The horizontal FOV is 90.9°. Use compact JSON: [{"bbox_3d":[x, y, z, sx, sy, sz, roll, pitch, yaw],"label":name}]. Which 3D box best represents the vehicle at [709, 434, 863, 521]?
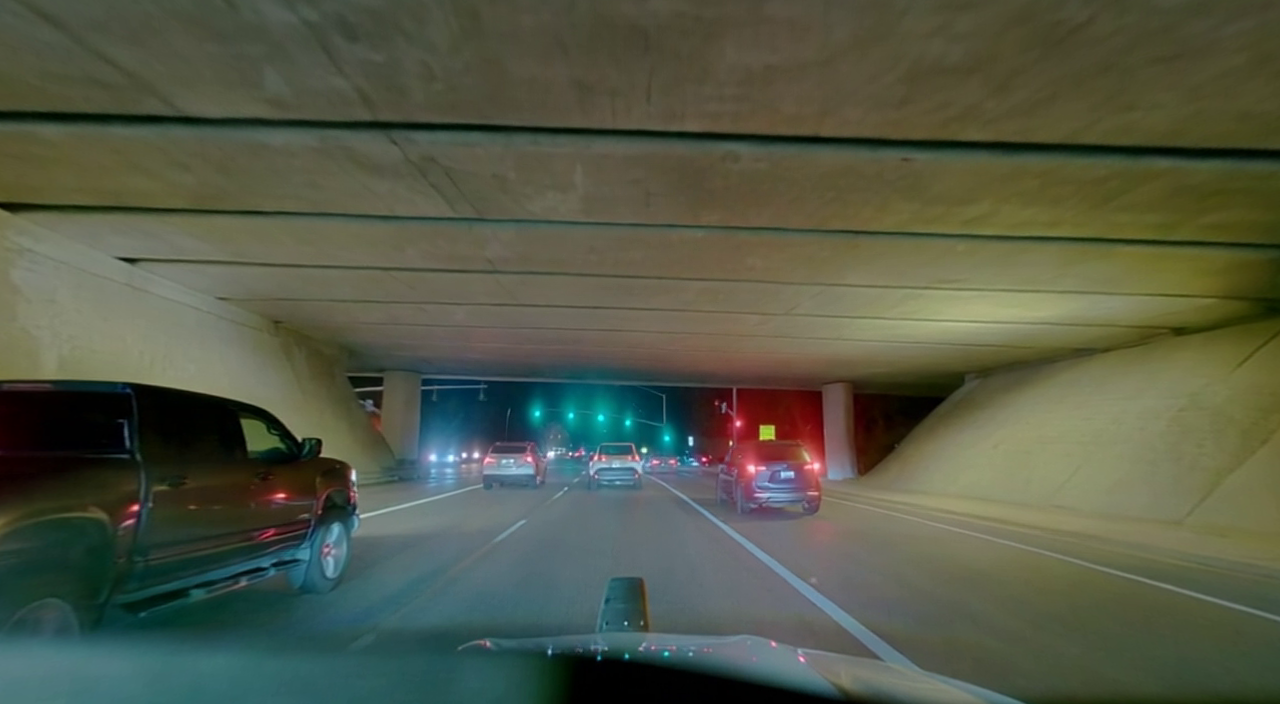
[{"bbox_3d":[3.242,2.930,15.420,2.234,1.720,5.378,0,-8,-3],"label":"vehicle"}]

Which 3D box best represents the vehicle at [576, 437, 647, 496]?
[{"bbox_3d":[-0.925,3.722,20.857,2.097,1.748,3.794,0,-8,-2],"label":"vehicle"}]

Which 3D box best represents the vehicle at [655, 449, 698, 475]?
[{"bbox_3d":[2.137,6.608,38.107,2.026,1.457,3.969,1,-9,-5],"label":"vehicle"}]

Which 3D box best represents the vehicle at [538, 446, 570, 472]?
[{"bbox_3d":[-5.683,7.095,42.046,1.829,1.614,3.611,1,-8,-4],"label":"vehicle"}]

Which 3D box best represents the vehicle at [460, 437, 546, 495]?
[{"bbox_3d":[-4.449,3.763,21.189,2.127,1.720,4.064,0,-8,-2],"label":"vehicle"}]

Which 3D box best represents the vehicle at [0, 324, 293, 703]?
[{"bbox_3d":[-3.748,0.778,2.548,2.074,1.814,4.596,0,-8,-1],"label":"vehicle"}]
